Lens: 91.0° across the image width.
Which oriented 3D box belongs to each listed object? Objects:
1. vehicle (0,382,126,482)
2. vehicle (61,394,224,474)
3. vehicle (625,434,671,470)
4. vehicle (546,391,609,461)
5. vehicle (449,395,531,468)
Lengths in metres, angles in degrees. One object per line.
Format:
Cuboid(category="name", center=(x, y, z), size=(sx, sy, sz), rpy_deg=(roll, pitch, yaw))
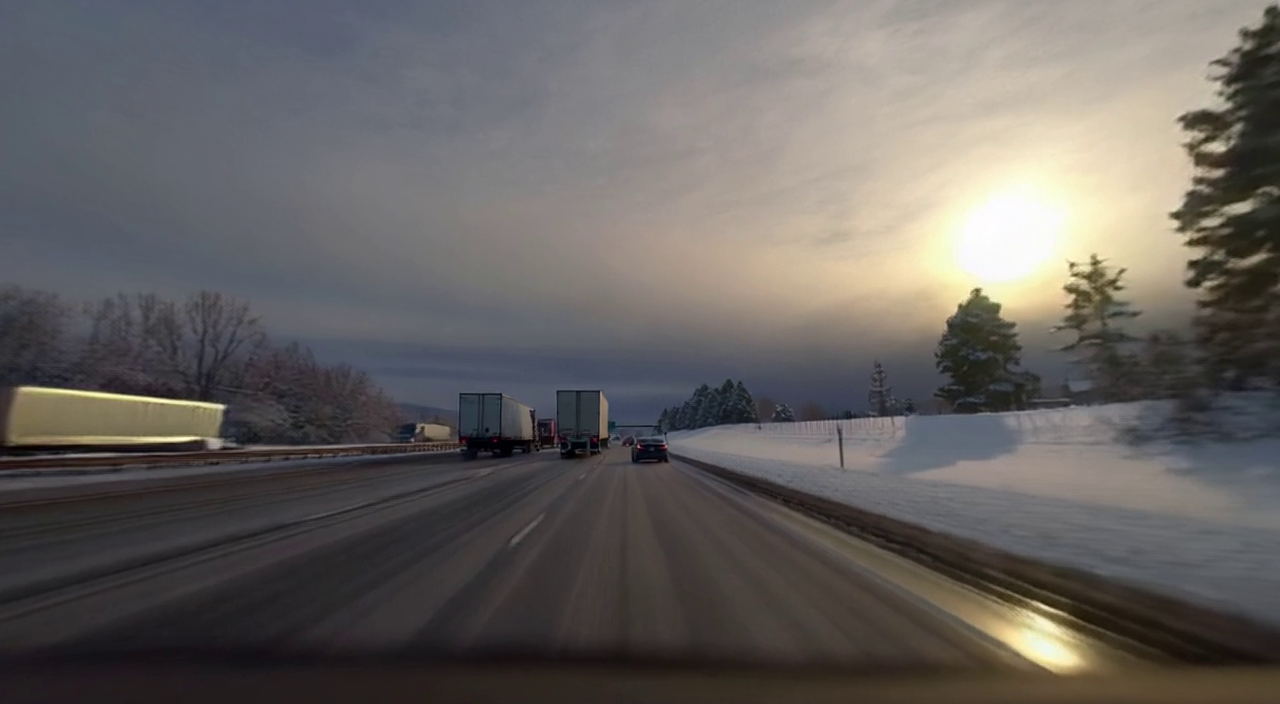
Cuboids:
Cuboid(category="vehicle", center=(-27.880, 3.419, 26.641), size=(2.939, 4.084, 11.236), rpy_deg=(0, -8, -1))
Cuboid(category="vehicle", center=(-28.065, 4.740, 36.206), size=(2.854, 4.059, 7.954), rpy_deg=(0, -8, -1))
Cuboid(category="vehicle", center=(0.290, 4.468, 28.366), size=(1.891, 1.477, 3.599), rpy_deg=(0, -8, -3))
Cuboid(category="vehicle", center=(-4.045, 5.503, 45.283), size=(3.475, 4.037, 17.454), rpy_deg=(0, -8, -2))
Cuboid(category="vehicle", center=(-7.648, 4.204, 33.088), size=(2.728, 3.405, 7.096), rpy_deg=(0, -8, -2))
